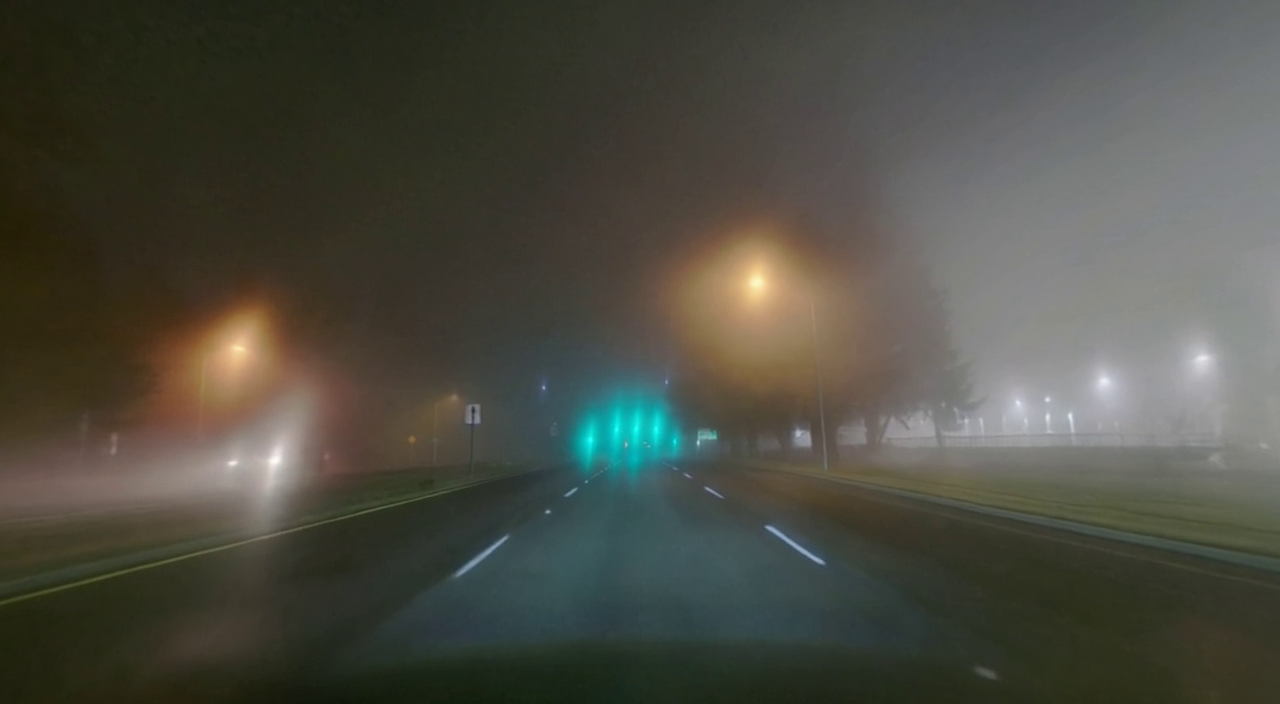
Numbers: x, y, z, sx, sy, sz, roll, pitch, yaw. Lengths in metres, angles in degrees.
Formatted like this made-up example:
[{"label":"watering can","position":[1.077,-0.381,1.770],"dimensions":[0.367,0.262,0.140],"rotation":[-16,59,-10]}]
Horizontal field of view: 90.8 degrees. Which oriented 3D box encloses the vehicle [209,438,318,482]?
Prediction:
[{"label":"vehicle","position":[-16.608,4.766,28.179],"dimensions":[2.025,1.802,4.468],"rotation":[0,-8,1]}]
